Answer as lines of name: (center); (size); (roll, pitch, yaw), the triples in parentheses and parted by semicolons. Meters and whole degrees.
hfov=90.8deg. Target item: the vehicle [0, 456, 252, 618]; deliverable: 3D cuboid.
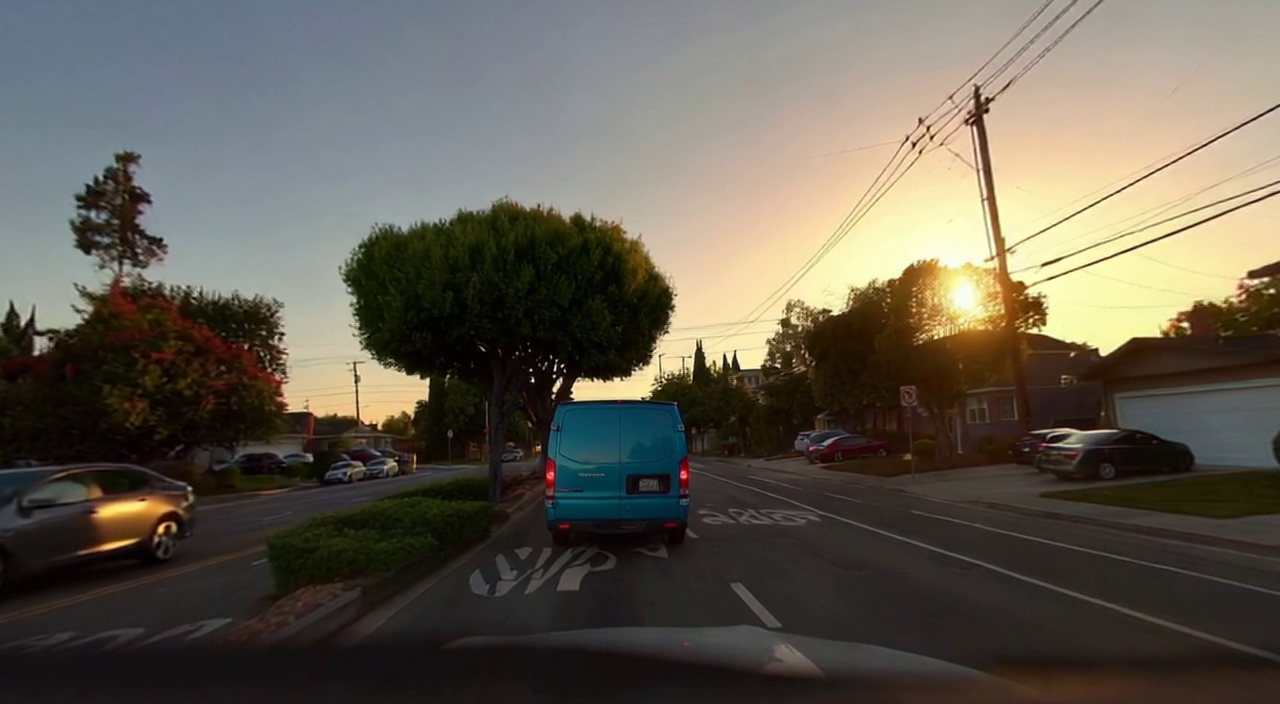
vehicle: (-7.159, 2.066, 7.823); (1.962, 1.481, 4.434); (0, -9, -2)

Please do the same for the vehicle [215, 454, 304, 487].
vehicle: (-18.514, 5.767, 30.988); (1.816, 1.445, 4.120); (0, -9, 0)

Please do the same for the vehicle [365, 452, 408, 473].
vehicle: (-18.162, 7.912, 45.384); (1.633, 1.398, 3.729); (0, -9, -1)

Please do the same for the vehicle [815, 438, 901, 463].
vehicle: (13.076, 5.926, 38.128); (4.483, 1.463, 1.805); (0, -9, -1)

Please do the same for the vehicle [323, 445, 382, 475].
vehicle: (-18.077, 6.786, 39.982); (1.841, 1.769, 4.105); (0, -9, -1)

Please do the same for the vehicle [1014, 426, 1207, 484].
vehicle: (13.144, 2.883, 17.849); (3.916, 1.517, 1.887); (0, -9, -2)

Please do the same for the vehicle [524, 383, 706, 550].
vehicle: (-0.329, 1.840, 10.671); (2.342, 2.142, 4.809); (0, -9, 0)
